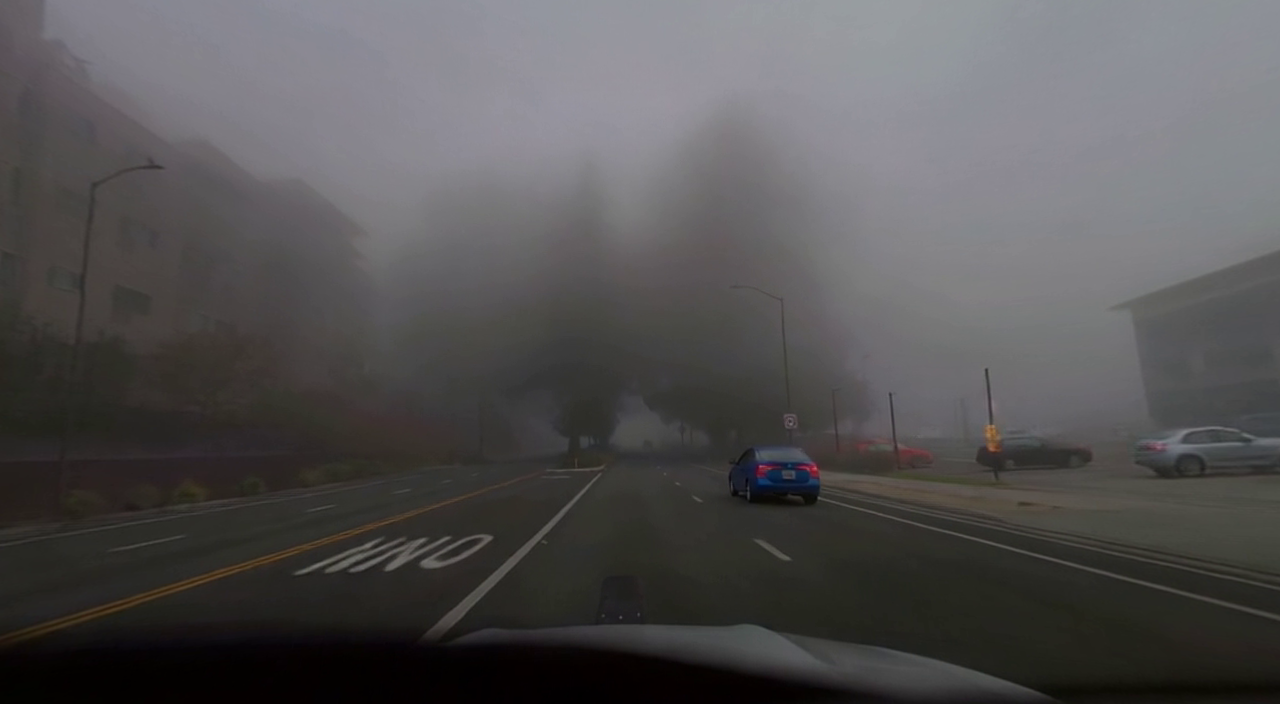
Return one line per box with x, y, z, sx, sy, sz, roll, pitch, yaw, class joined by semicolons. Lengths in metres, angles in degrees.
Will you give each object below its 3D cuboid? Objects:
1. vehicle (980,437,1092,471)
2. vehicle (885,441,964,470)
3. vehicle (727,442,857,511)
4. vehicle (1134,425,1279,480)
17.662;4.570;28.313;3.622;1.432;2.029;1;-8;-3;vehicle
19.375;7.080;43.163;4.418;1.418;1.873;-5;-14;-2;vehicle
3.669;3.075;16.197;2.114;1.493;4.430;0;-8;-2;vehicle
18.150;3.061;19.314;4.436;1.556;1.997;0;-8;-2;vehicle
